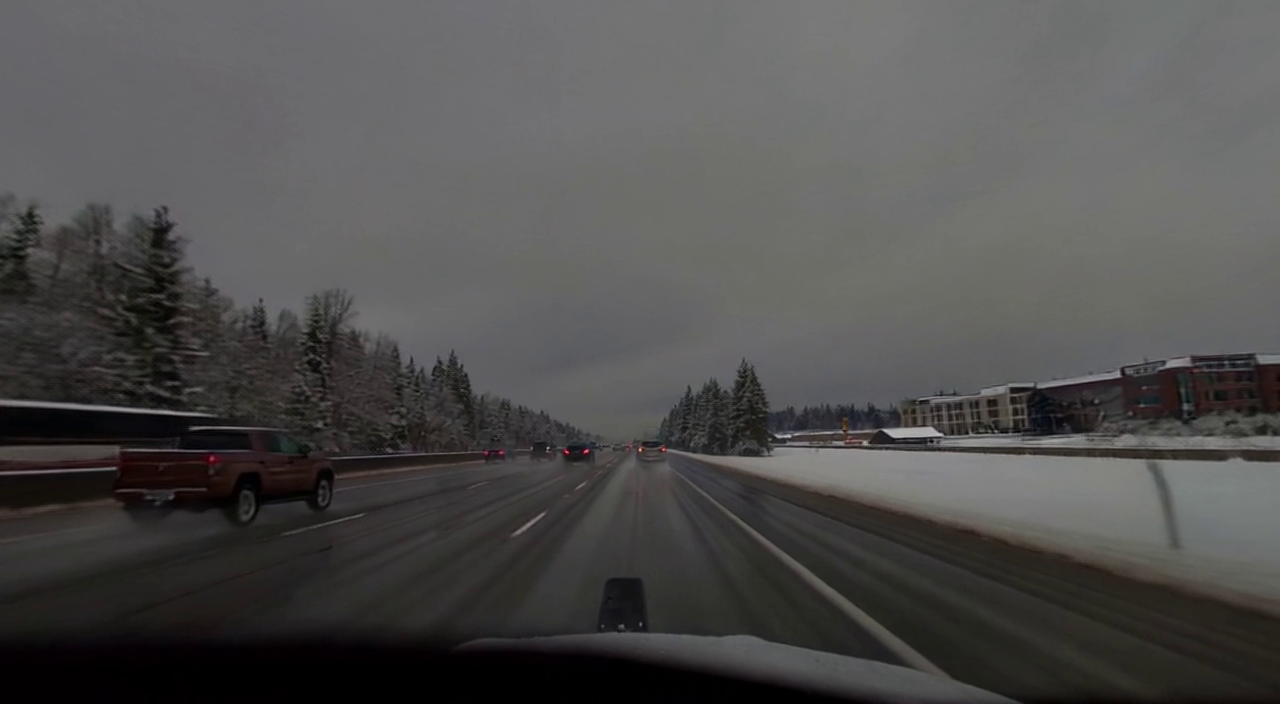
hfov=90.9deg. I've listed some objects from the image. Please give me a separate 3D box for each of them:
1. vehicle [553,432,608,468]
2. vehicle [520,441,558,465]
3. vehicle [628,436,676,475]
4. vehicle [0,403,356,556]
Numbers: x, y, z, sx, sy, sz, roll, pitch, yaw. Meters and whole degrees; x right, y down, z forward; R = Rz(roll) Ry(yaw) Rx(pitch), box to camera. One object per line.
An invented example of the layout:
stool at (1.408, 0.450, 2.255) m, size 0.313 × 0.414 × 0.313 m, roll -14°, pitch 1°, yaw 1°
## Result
vehicle at (-3.631, 6.163, 39.704) m, size 2.751 × 2.050 × 5.761 m, roll 0°, pitch -8°, yaw 1°
vehicle at (-7.681, 7.741, 48.572) m, size 2.078 × 1.779 × 4.610 m, roll 0°, pitch -8°, yaw 1°
vehicle at (0.544, 4.970, 30.451) m, size 2.135 × 1.697 × 4.757 m, roll 0°, pitch -8°, yaw 0°
vehicle at (-7.655, 2.033, 10.936) m, size 2.521 × 1.901 × 5.988 m, roll 0°, pitch -8°, yaw 2°
